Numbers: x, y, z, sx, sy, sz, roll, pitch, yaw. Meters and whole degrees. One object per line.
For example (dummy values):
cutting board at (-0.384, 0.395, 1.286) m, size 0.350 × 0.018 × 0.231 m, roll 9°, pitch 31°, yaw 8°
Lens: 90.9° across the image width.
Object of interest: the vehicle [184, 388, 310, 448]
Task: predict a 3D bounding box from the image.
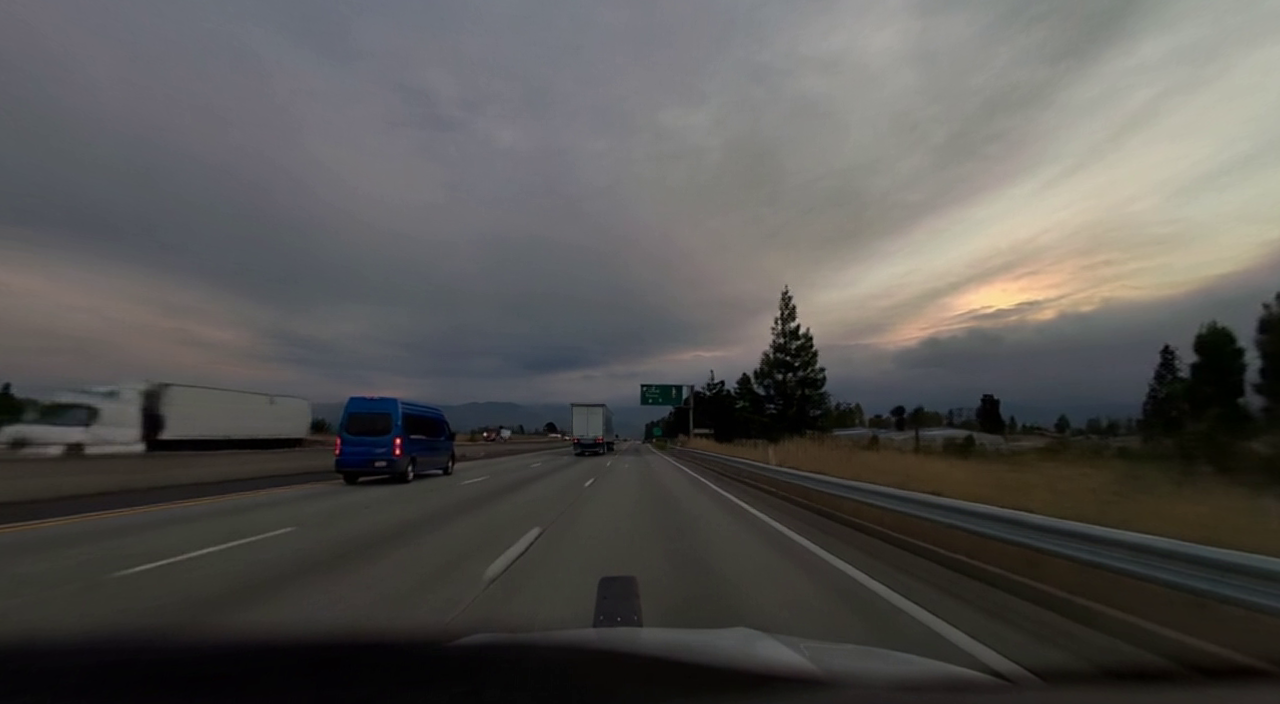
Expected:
vehicle at (-26.418, 4.626, 43.078) m, size 3.101 × 3.649 × 8.578 m, roll 0°, pitch -8°, yaw -1°

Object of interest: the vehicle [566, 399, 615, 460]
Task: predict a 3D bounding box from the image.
vehicle at (-3.552, 5.847, 47.307) m, size 3.173 × 4.185 × 8.360 m, roll 0°, pitch -8°, yaw -1°

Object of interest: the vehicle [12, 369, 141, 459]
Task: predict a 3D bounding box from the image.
vehicle at (-26.332, 2.944, 29.639) m, size 3.136 × 4.017 × 2.784 m, roll 0°, pitch -8°, yaw 0°

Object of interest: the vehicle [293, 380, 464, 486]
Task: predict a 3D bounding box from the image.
vehicle at (-7.847, 2.592, 20.072) m, size 2.396 × 2.763 × 6.935 m, roll 0°, pitch -8°, yaw 0°
